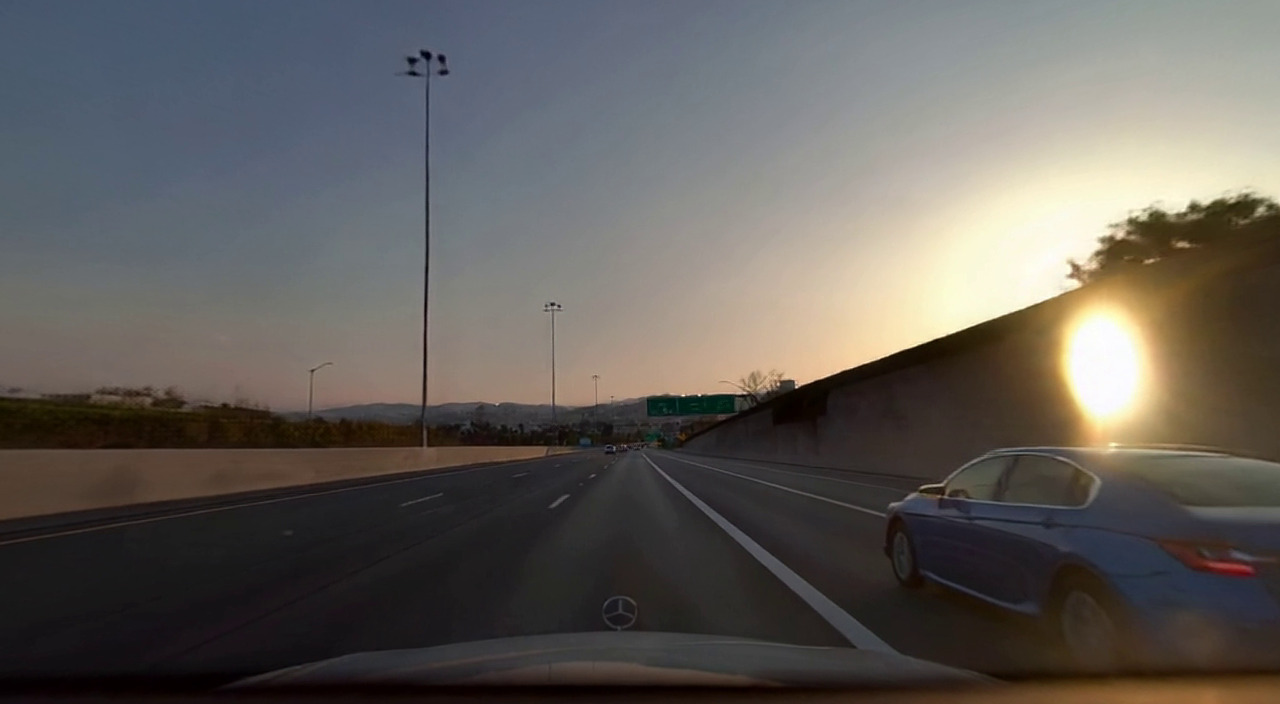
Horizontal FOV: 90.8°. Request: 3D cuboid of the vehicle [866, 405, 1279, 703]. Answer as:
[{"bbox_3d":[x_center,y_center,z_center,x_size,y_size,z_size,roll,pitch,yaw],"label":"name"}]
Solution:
[{"bbox_3d":[3.416,1.227,4.276,1.989,1.479,4.670,0,-9,-1],"label":"vehicle"}]
